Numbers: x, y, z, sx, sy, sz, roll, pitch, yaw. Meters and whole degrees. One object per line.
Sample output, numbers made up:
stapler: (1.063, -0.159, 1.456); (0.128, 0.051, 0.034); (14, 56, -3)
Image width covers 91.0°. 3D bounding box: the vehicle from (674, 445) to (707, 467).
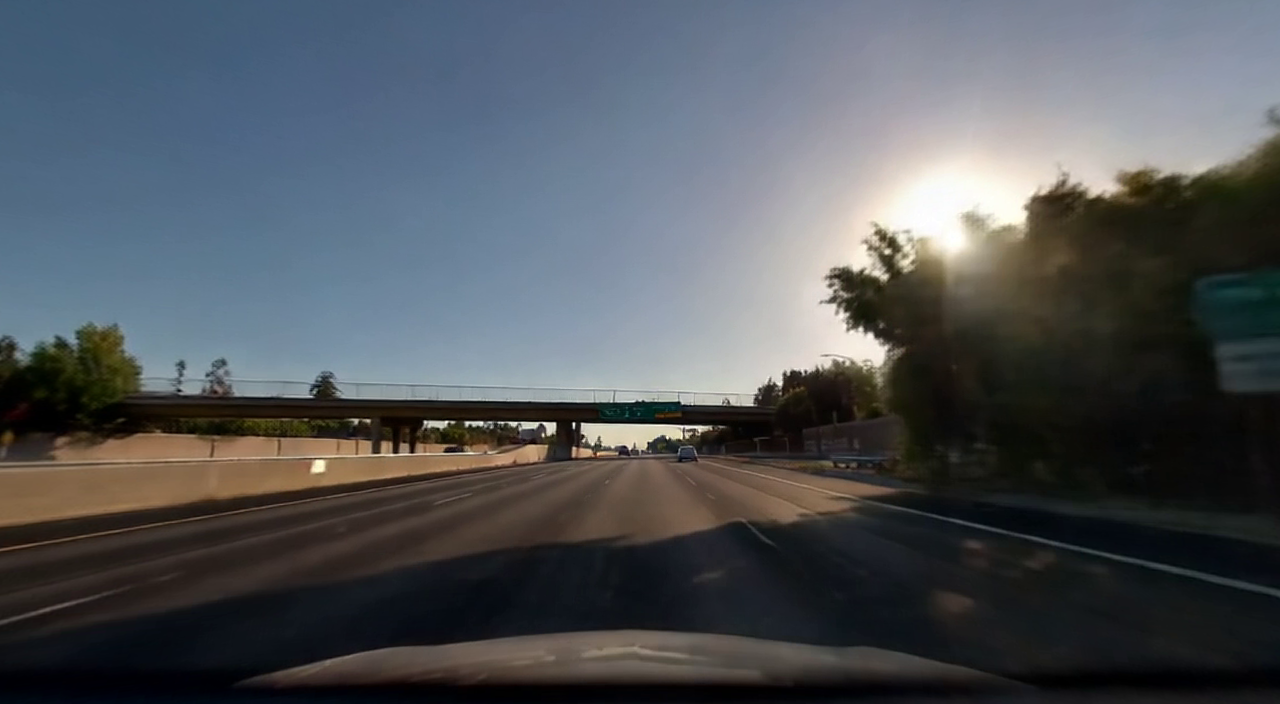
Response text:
vehicle: (3.653, 7.680, 46.574); (2.033, 1.501, 4.398); (0, -9, -1)
